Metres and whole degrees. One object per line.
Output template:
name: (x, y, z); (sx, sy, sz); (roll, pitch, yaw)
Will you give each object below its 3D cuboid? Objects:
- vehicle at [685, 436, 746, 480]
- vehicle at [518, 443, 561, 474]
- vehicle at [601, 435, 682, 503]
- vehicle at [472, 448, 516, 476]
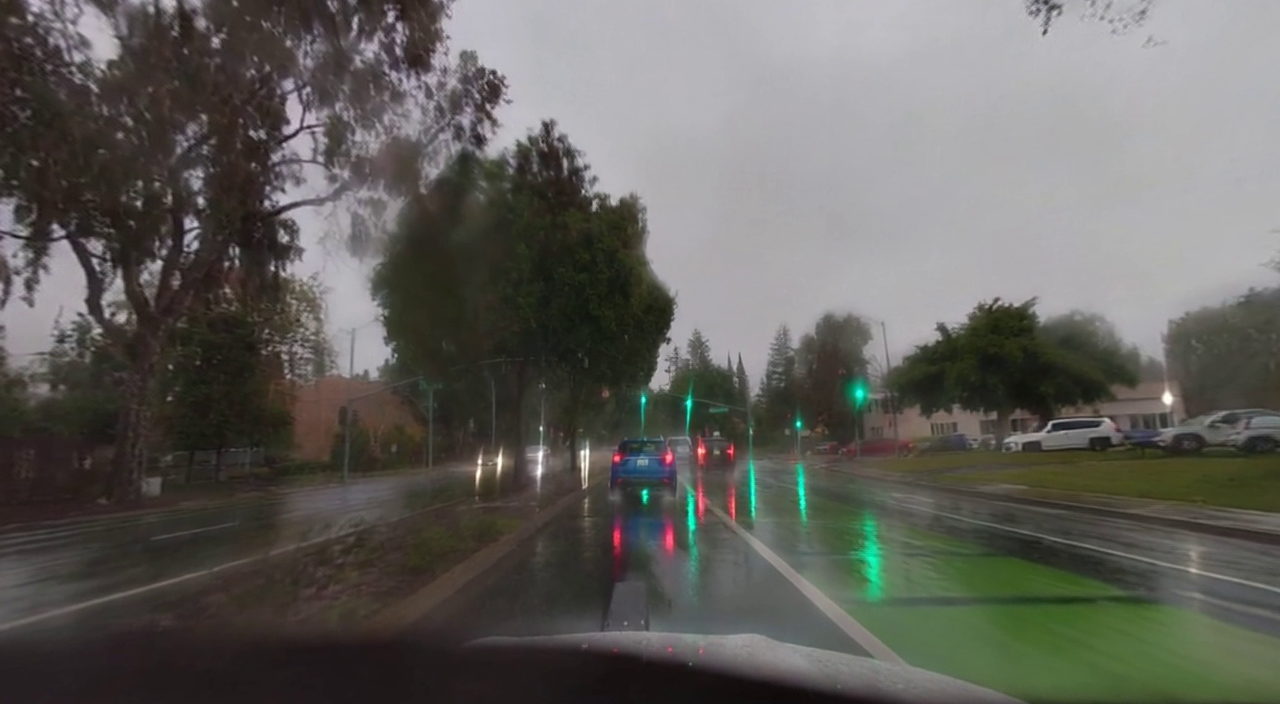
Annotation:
vehicle: (3.315, 4.798, 28.708); (2.189, 1.815, 4.495); (0, -8, 0)
vehicle: (-6.433, 6.826, 40.735); (1.949, 1.891, 4.439); (0, -9, 1)
vehicle: (0.044, 3.360, 18.504); (2.109, 1.730, 3.963); (0, -9, 0)
vehicle: (-10.369, 7.810, 45.028); (1.974, 1.794, 4.580); (0, -9, 1)
